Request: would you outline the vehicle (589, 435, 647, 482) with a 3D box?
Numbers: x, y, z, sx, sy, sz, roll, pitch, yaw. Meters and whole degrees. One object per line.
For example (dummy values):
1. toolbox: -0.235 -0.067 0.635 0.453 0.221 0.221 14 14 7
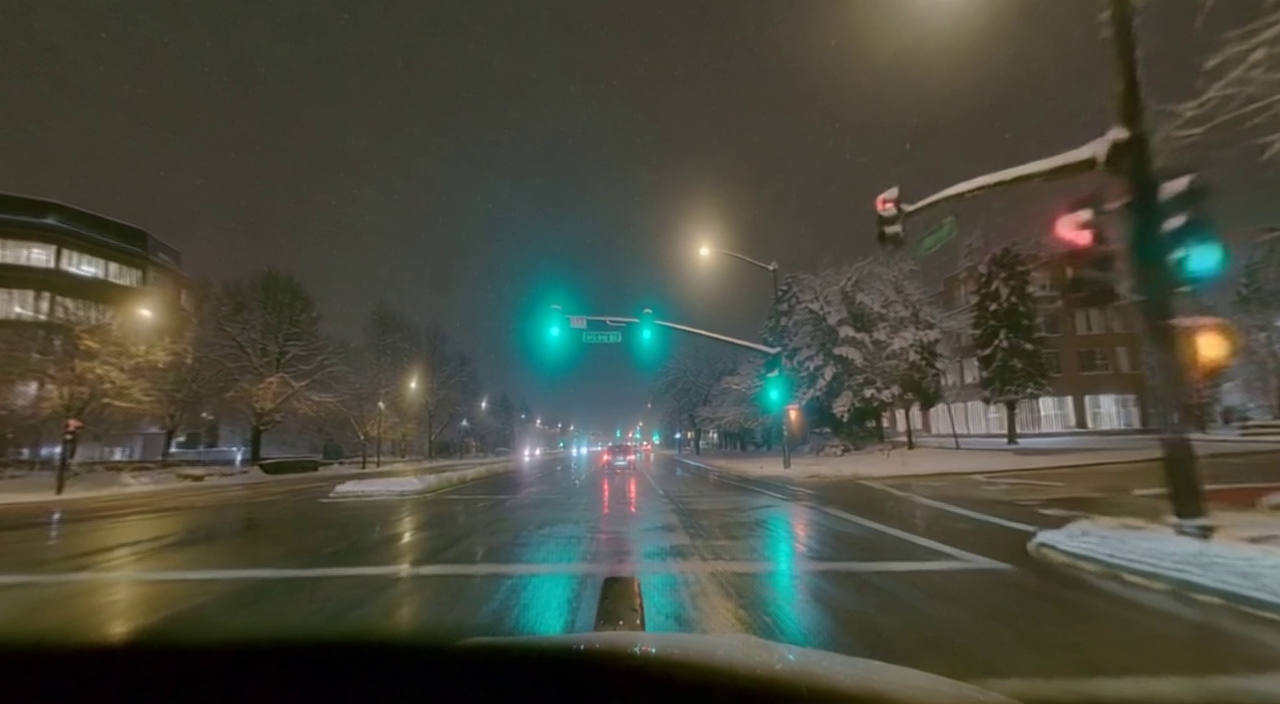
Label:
1. vehicle: -0.844 4.210 25.187 2.130 1.711 4.038 0 -8 -2
